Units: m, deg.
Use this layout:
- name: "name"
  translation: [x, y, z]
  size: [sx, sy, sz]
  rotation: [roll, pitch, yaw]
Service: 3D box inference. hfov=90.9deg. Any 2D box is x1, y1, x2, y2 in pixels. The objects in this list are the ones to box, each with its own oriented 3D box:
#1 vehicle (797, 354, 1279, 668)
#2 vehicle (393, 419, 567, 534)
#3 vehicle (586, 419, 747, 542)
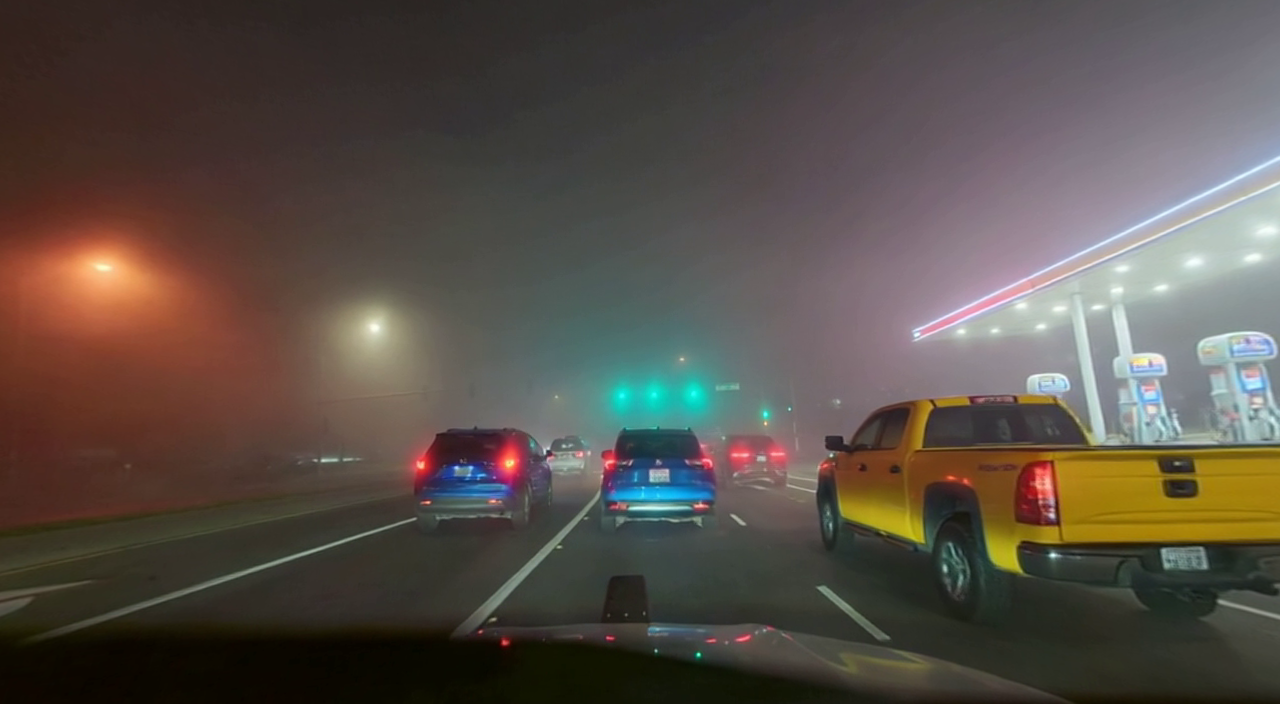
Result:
- name: "vehicle"
  translation: [3.416, 1.326, 6.491]
  size: [2.161, 1.868, 5.321]
  rotation: [0, -8, -1]
- name: "vehicle"
  translation: [-2.700, 2.220, 11.848]
  size: [2.019, 1.731, 4.299]
  rotation: [0, -8, 2]
- name: "vehicle"
  translation: [0.355, 2.050, 10.645]
  size: [2.181, 1.650, 4.083]
  rotation: [0, -8, 0]
